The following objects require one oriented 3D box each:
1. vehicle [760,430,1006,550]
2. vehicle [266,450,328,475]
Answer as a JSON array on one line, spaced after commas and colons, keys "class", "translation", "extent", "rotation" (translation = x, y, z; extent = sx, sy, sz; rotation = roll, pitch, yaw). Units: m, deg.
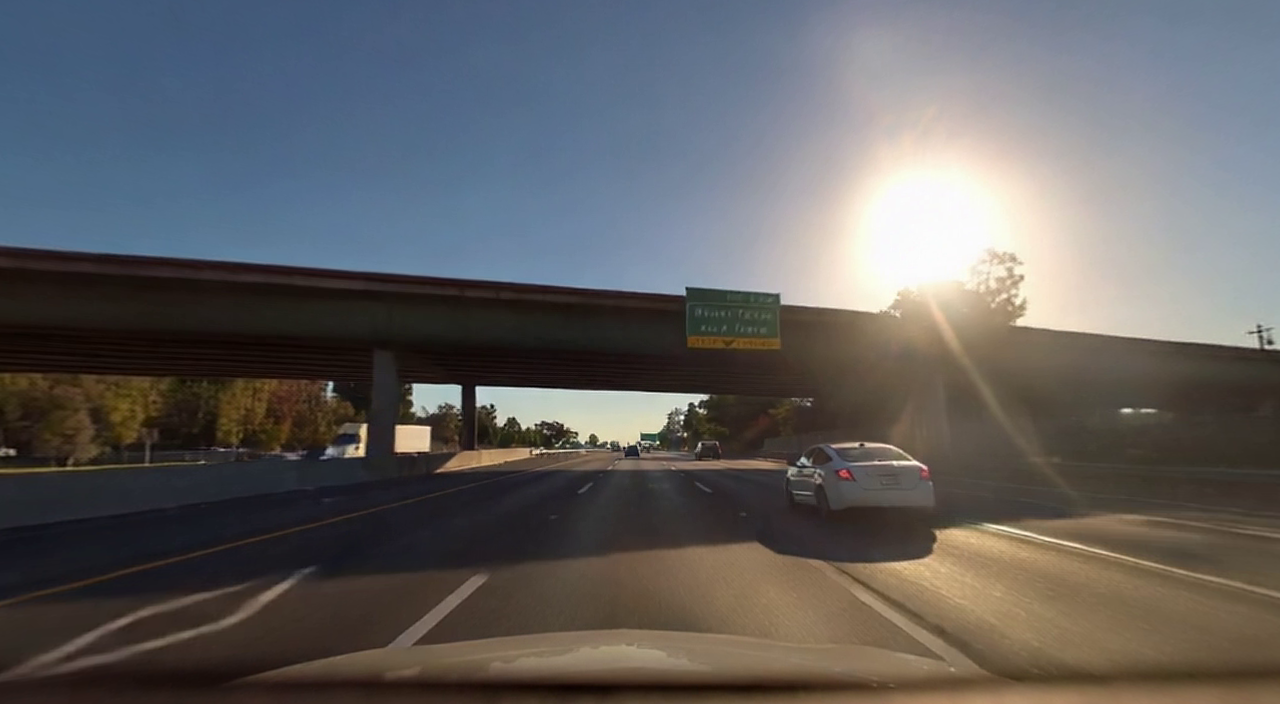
[{"class": "vehicle", "translation": [3.498, 2.071, 10.260], "extent": [2.076, 1.472, 4.562], "rotation": [0, -8, -1]}, {"class": "vehicle", "translation": [-23.711, 7.633, 43.862], "extent": [1.880, 1.492, 4.348], "rotation": [1, -8, 0]}]
